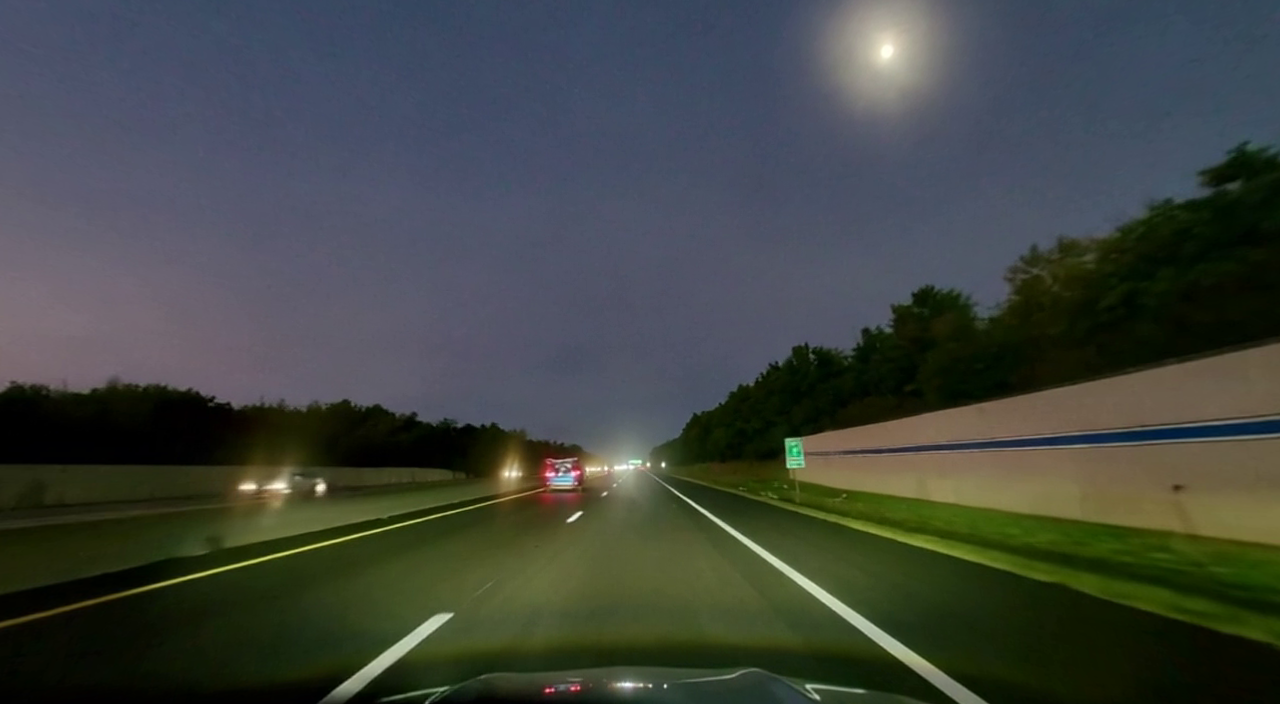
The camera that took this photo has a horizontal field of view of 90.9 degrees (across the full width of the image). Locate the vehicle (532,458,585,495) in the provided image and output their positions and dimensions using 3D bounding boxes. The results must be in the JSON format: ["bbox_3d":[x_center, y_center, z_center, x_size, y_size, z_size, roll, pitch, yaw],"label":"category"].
[{"bbox_3d":[-3.980,6.184,31.481,2.022,1.650,4.331,0,-11,1],"label":"vehicle"}]

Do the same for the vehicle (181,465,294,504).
[{"bbox_3d":[-16.900,5.577,26.776,1.867,1.445,4.398,1,-11,0],"label":"vehicle"}]
